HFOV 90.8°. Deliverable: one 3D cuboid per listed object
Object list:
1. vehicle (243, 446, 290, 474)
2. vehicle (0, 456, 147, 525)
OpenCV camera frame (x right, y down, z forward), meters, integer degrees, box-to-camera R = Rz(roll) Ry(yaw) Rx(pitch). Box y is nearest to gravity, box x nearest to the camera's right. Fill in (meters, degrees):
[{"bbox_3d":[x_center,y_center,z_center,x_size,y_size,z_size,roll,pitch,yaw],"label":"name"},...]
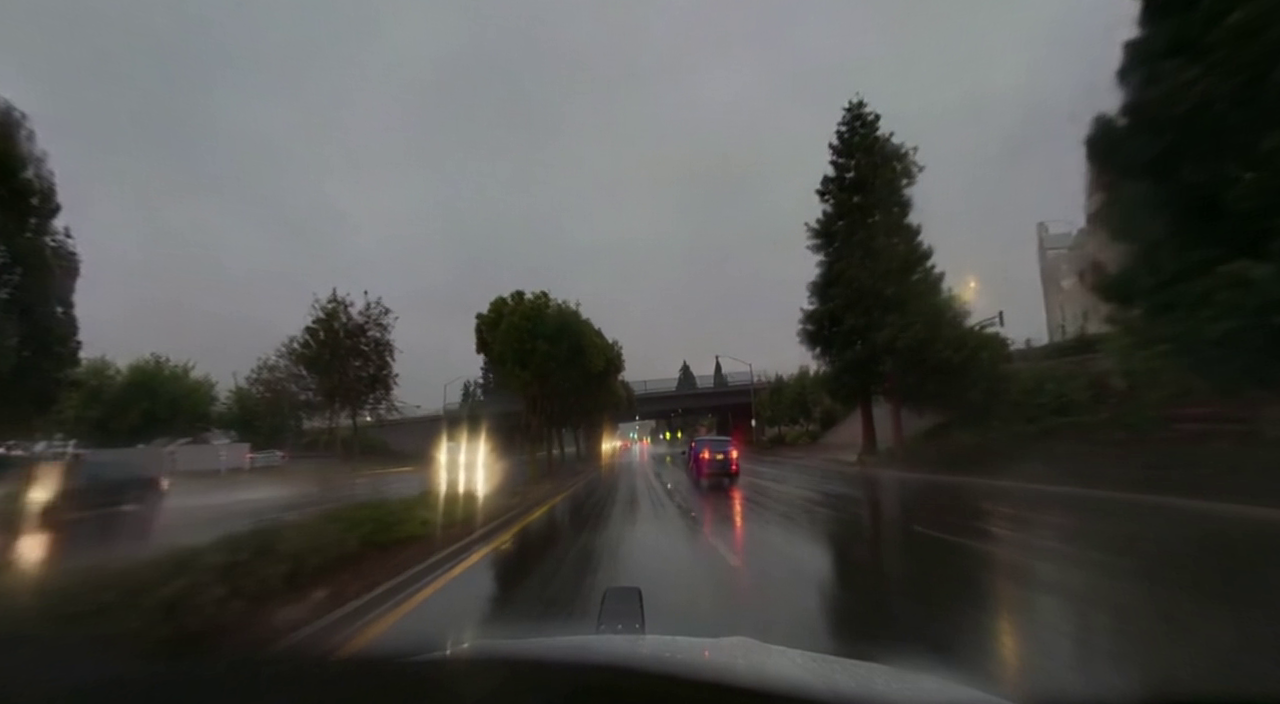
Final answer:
[{"bbox_3d":[-28.978,8.342,49.199,2.199,1.959,5.771,3,-9,-22],"label":"vehicle"},{"bbox_3d":[-16.699,3.768,17.756,1.861,1.618,4.731,0,-9,-1],"label":"vehicle"}]
